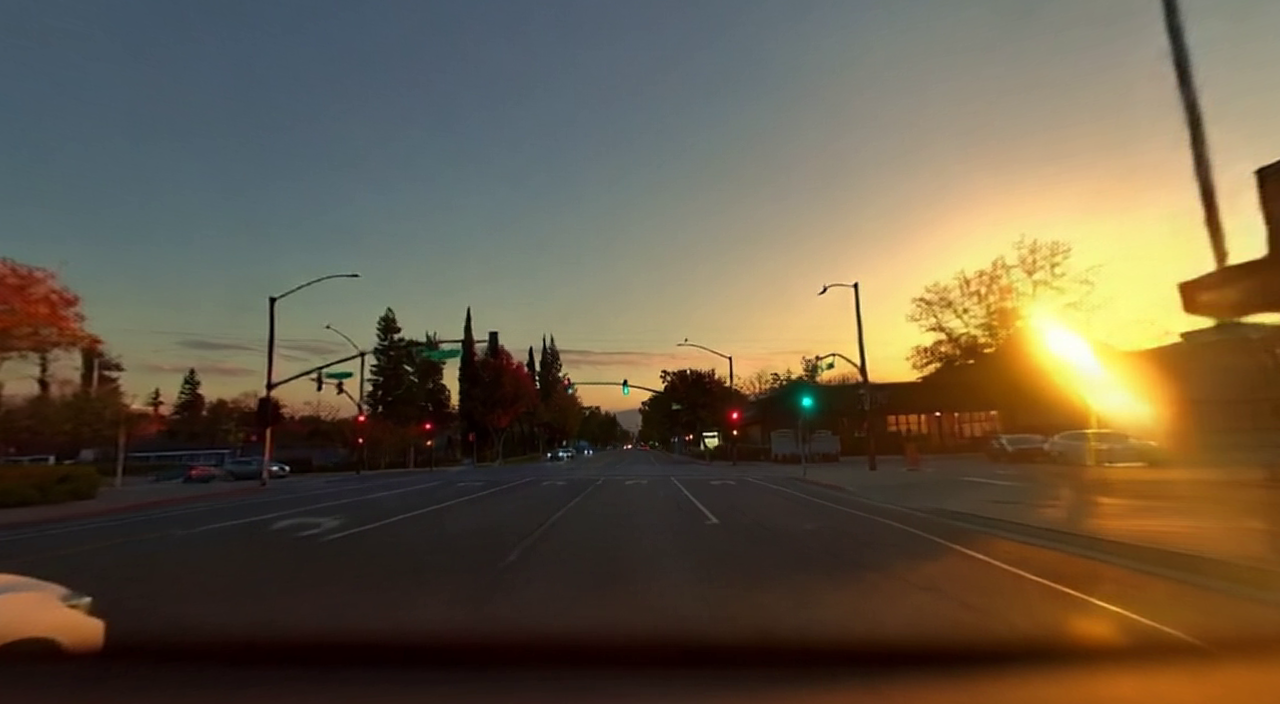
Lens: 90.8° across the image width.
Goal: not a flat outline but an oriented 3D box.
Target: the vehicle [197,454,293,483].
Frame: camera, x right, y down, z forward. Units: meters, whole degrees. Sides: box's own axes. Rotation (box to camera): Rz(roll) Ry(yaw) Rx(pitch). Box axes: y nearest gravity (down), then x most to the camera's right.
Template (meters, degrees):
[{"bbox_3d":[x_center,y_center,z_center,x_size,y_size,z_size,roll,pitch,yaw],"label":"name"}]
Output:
[{"bbox_3d":[-25.134,7.416,40.321,4.727,1.719,2.095,-1,-9,2],"label":"vehicle"}]

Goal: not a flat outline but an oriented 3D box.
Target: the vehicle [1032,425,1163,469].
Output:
[{"bbox_3d":[18.698,3.924,26.119,1.879,1.643,4.484,0,-9,-3],"label":"vehicle"}]
